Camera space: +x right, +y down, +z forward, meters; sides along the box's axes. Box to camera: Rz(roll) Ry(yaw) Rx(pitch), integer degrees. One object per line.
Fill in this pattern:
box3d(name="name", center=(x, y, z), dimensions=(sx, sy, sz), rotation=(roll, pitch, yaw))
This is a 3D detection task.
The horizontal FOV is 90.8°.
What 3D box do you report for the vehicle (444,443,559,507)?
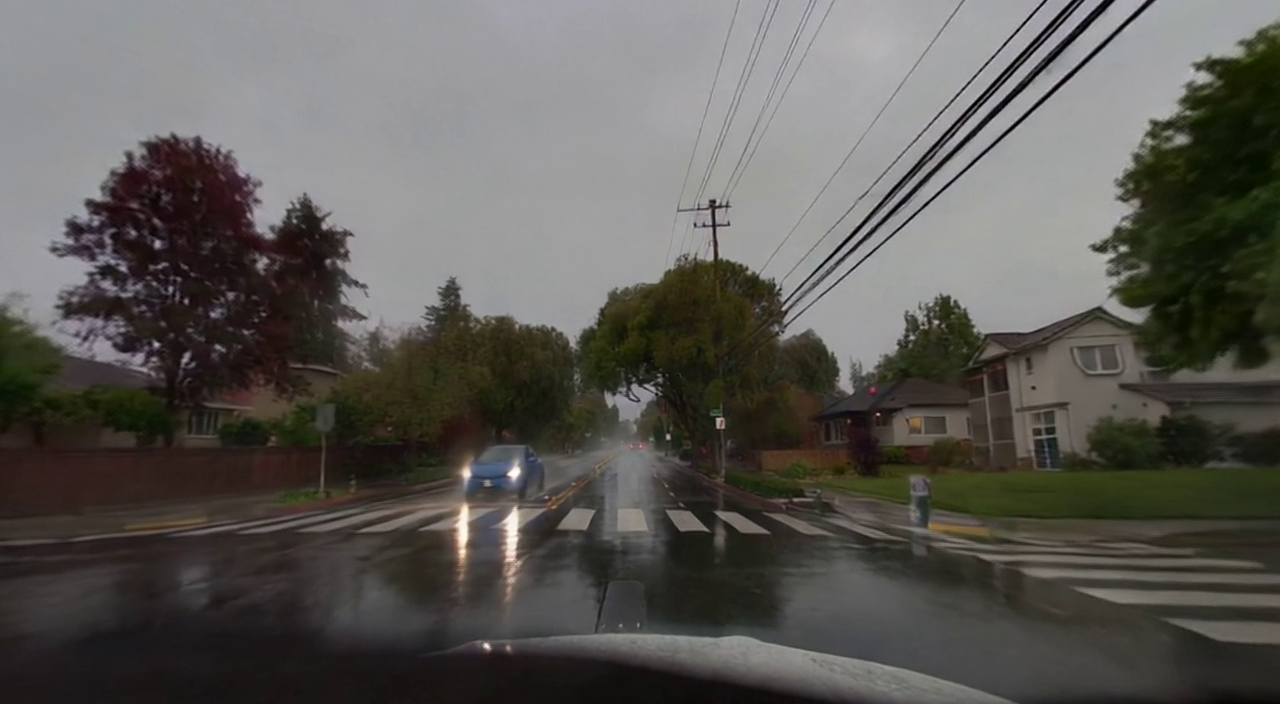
box3d(name="vehicle", center=(-3.558, 3.224, 17.072), dimensions=(2.102, 1.463, 4.024), rotation=(0, -8, 1))
